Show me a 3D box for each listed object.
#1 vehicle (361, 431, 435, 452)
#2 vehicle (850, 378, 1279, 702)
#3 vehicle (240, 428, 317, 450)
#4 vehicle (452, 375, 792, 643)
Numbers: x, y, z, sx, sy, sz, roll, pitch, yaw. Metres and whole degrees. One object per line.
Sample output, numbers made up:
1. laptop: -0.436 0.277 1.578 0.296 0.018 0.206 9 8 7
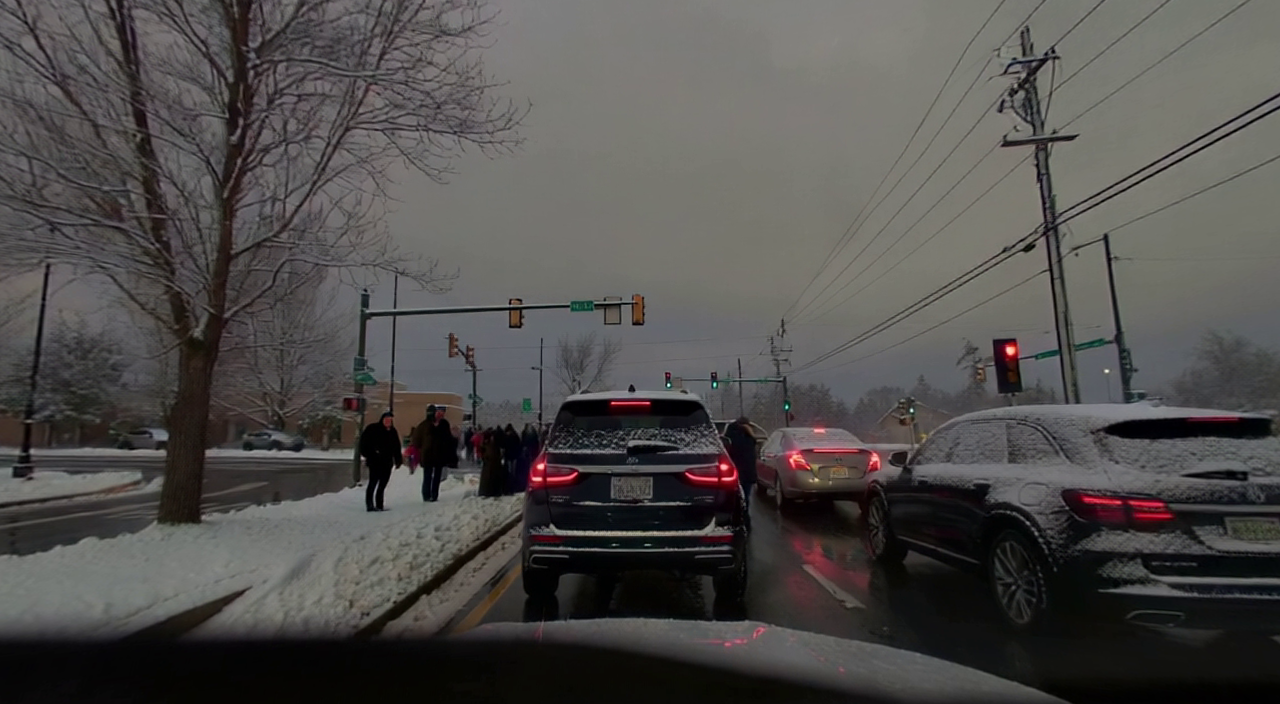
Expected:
1. vehicle: -17.758 6.557 46.366 4.607 1.478 1.995 0 -8 0
2. vehicle: 3.555 1.294 5.558 1.948 1.677 4.437 0 -8 1
3. vehicle: -26.989 6.527 47.212 4.587 1.639 1.878 0 -8 1
4. vehicle: -0.168 1.368 6.534 2.271 1.786 4.443 0 -8 -1
